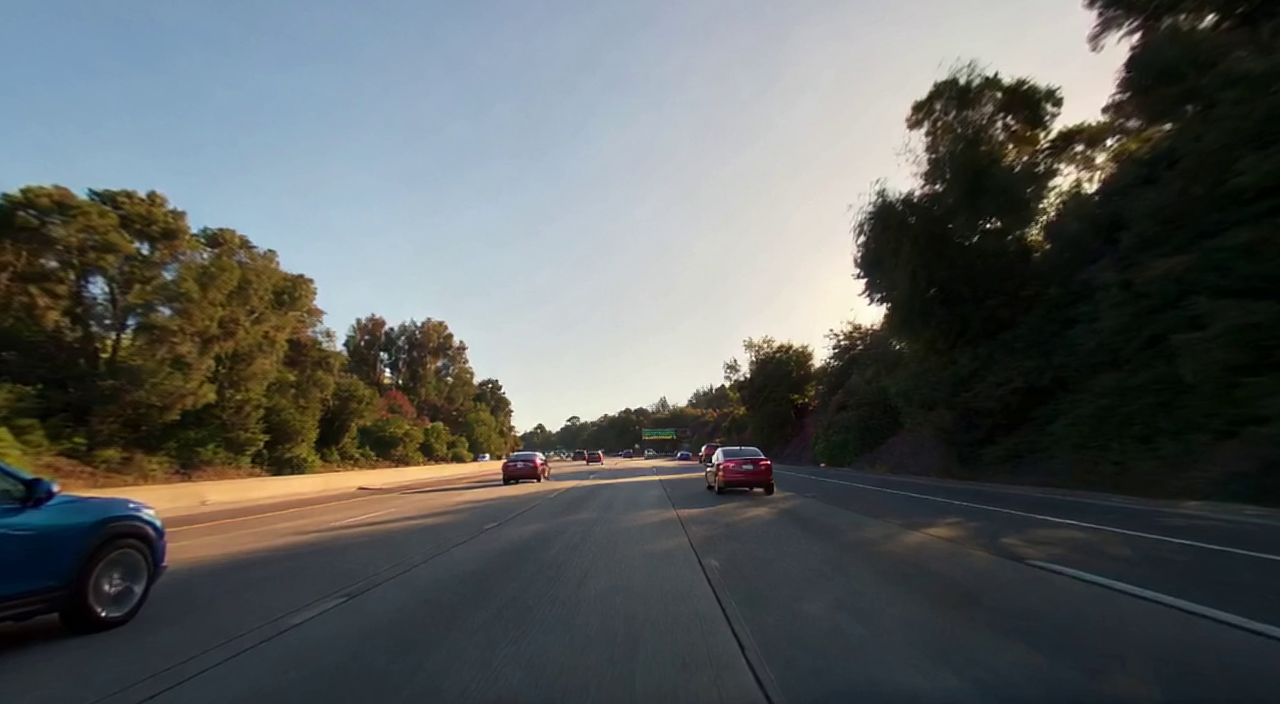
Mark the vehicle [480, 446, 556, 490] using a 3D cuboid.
[{"bbox_3d":[-4.520,4.366,24.033,2.009,1.488,4.289,0,-9,1],"label":"vehicle"}]

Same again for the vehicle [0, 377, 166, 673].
[{"bbox_3d":[-4.876,0.887,2.820,2.079,1.745,4.281,0,-9,1],"label":"vehicle"}]

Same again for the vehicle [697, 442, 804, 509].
[{"bbox_3d":[2.810,3.260,17.075,2.120,1.572,4.344,0,-9,0],"label":"vehicle"}]
